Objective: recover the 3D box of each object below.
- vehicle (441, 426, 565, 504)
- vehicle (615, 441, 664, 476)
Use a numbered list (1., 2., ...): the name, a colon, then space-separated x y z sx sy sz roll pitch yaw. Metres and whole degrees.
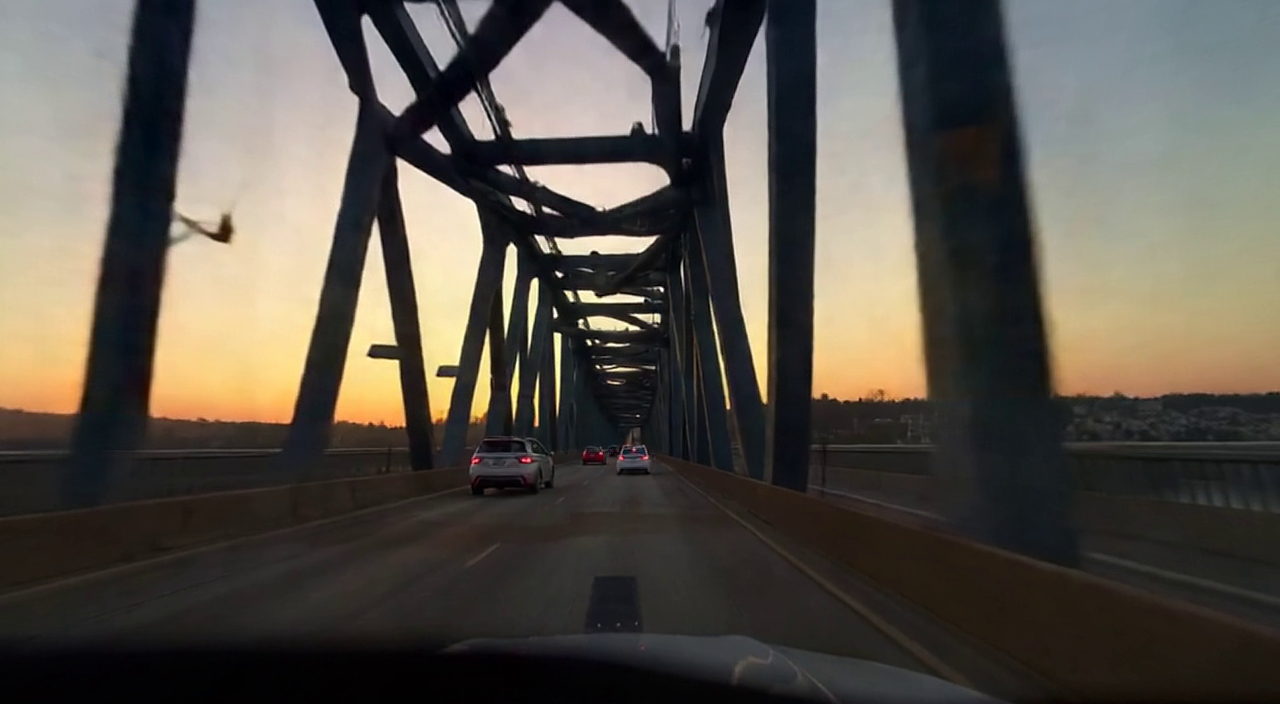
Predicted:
1. vehicle: -3.495 2.993 17.203 2.190 1.807 4.741 0 -9 1
2. vehicle: -0.041 4.797 28.642 2.048 1.450 3.973 0 -8 -1
